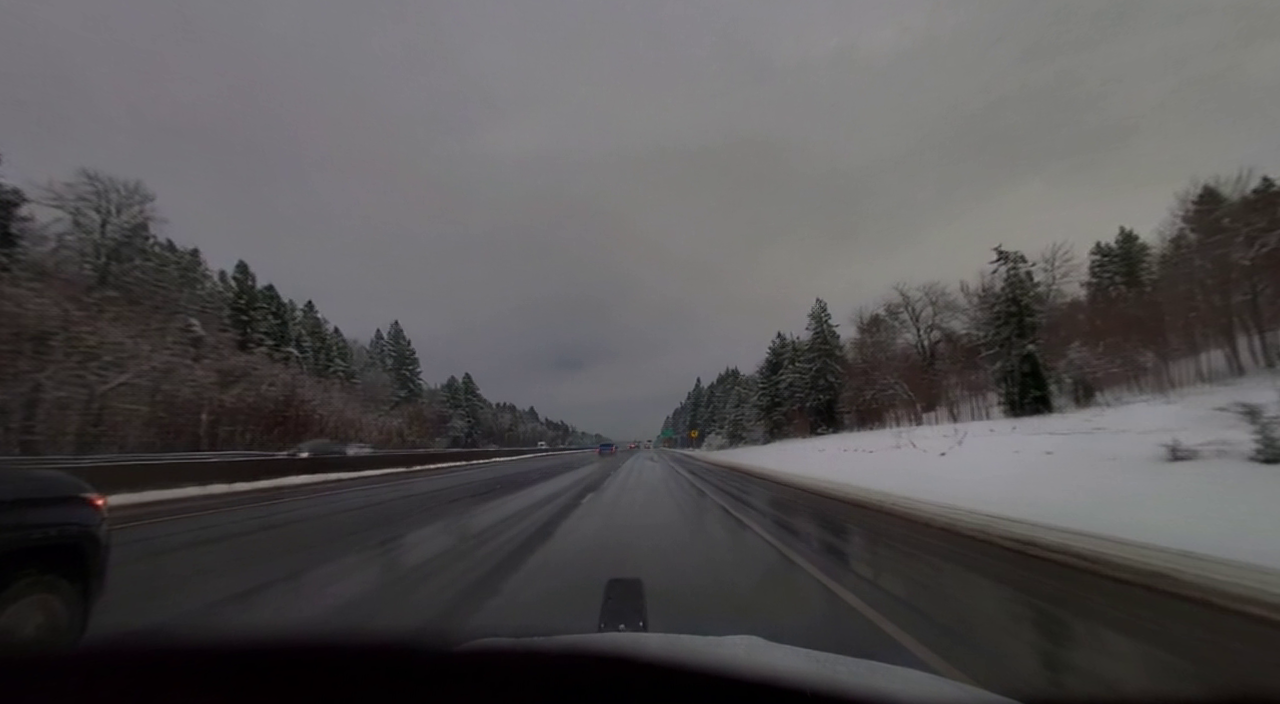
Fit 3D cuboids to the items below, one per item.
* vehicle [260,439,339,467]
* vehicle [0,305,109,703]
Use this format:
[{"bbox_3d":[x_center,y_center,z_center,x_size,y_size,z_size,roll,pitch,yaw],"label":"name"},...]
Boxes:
[{"bbox_3d":[-21.010,6.222,39.184,1.972,1.625,4.971,0,-8,2],"label":"vehicle"},{"bbox_3d":[-4.131,0.422,0.345,2.316,1.970,5.966,0,-8,2],"label":"vehicle"}]
